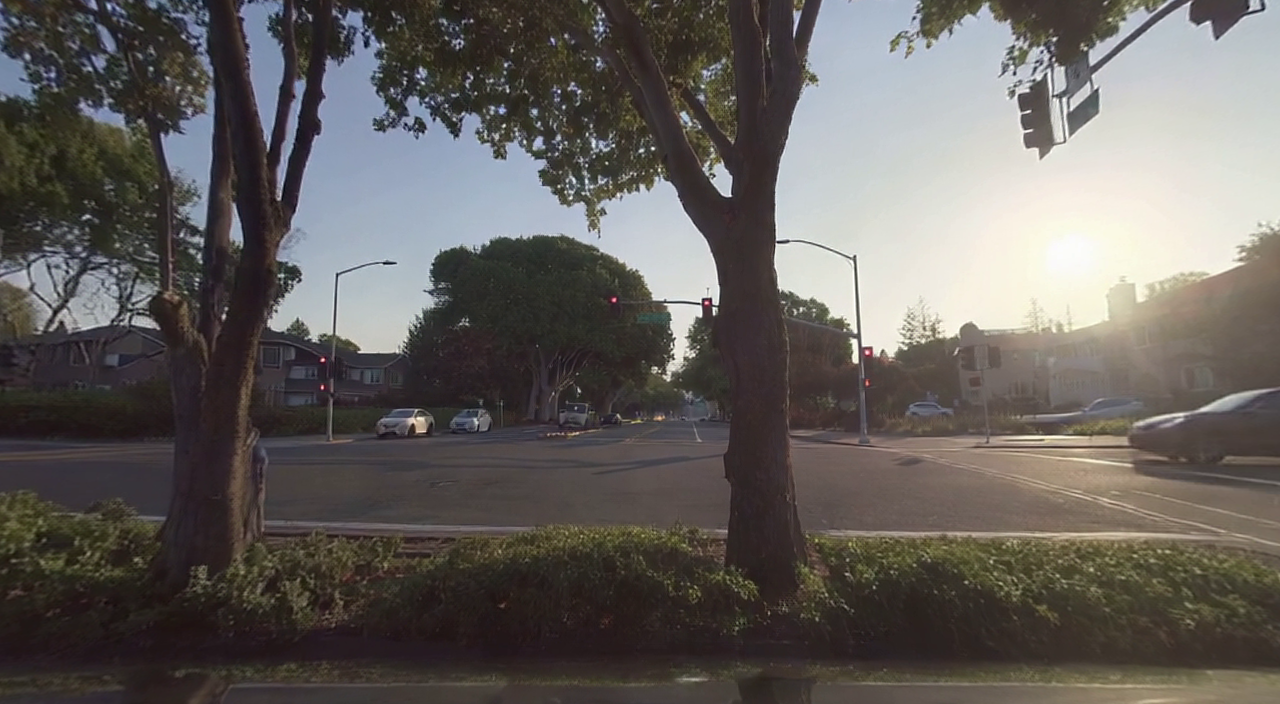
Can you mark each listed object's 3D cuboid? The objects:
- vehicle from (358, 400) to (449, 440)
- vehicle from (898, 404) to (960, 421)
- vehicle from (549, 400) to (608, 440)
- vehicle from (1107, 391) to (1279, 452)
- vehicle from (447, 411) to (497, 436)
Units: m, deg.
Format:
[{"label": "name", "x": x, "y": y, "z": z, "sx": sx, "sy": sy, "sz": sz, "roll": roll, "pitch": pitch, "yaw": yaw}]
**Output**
[{"label": "vehicle", "x": -12.316, "y": 3.666, "z": 33.346, "sx": 2.340, "sy": 1.902, "sz": 4.920, "roll": -1, "pitch": -9, "yaw": 8}, {"label": "vehicle", "x": 22.290, "y": 4.683, "z": 48.861, "sx": 3.933, "sy": 1.219, "sz": 1.700, "roll": 0, "pitch": -9, "yaw": 4}, {"label": "vehicle", "x": -3.225, "y": 3.800, "z": 34.521, "sx": 2.306, "sy": 1.907, "sz": 5.382, "roll": -1, "pitch": -8, "yaw": 4}, {"label": "vehicle", "x": 16.348, "y": 2.032, "z": 18.181, "sx": 4.201, "sy": 1.663, "sz": 1.848, "roll": -1, "pitch": -8, "yaw": 3}, {"label": "vehicle", "x": -11.028, "y": 4.777, "z": 41.779, "sx": 1.899, "sy": 1.510, "sz": 4.294, "roll": -1, "pitch": -8, "yaw": 4}]
